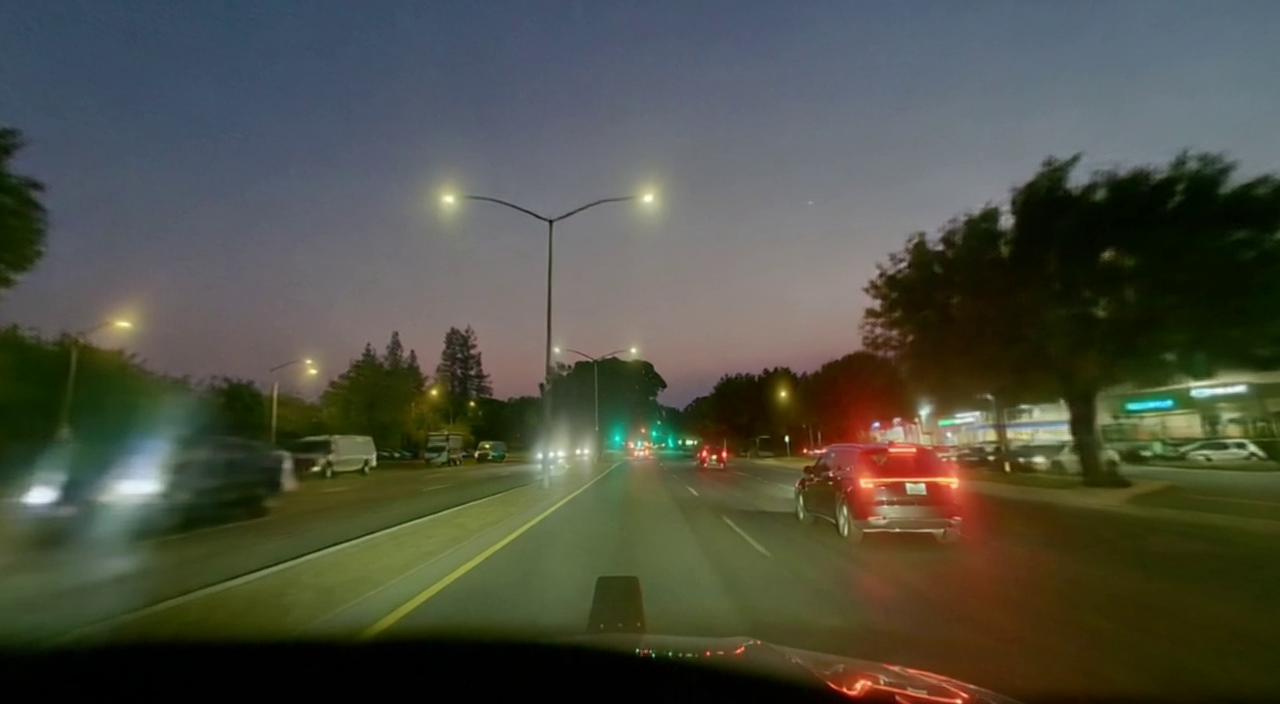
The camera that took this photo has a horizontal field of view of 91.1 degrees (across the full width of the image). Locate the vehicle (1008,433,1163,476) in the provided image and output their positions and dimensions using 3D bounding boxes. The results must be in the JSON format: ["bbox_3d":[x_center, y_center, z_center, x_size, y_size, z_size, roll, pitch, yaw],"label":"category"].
[{"bbox_3d":[17.543,4.042,24.907,4.537,1.629,2.094,0,-9,-1],"label":"vehicle"}]

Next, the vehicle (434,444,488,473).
[{"bbox_3d":[-11.774,7.010,41.615,2.145,1.807,4.486,0,-9,1],"label":"vehicle"}]

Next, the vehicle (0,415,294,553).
[{"bbox_3d":[-8.553,2.149,10.989,2.156,1.838,4.945,0,-9,0],"label":"vehicle"}]

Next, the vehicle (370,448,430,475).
[{"bbox_3d":[-15.134,6.922,39.925,1.936,1.612,4.585,0,-8,1],"label":"vehicle"}]

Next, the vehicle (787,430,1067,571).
[{"bbox_3d":[3.605,1.930,8.998,1.935,1.501,4.384,0,-8,0],"label":"vehicle"}]

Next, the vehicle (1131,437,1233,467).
[{"bbox_3d":[32.186,5.931,37.347,4.394,1.681,2.009,1,-8,-5],"label":"vehicle"}]
